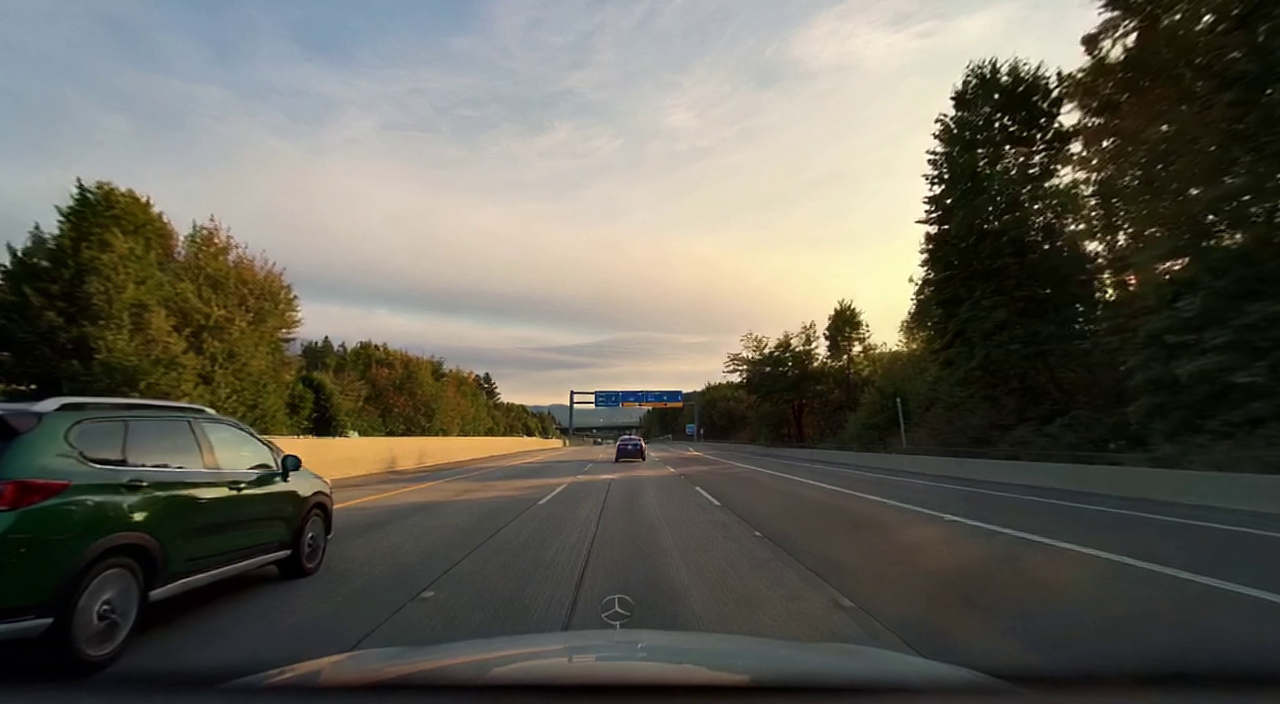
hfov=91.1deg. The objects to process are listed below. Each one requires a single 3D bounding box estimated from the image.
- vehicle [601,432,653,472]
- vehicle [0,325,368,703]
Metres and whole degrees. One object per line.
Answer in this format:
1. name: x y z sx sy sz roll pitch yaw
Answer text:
1. vehicle: -0.550 4.184 26.543 2.010 1.534 4.013 0 -8 -1
2. vehicle: -3.368 0.857 3.025 2.111 1.689 4.505 0 -8 0
